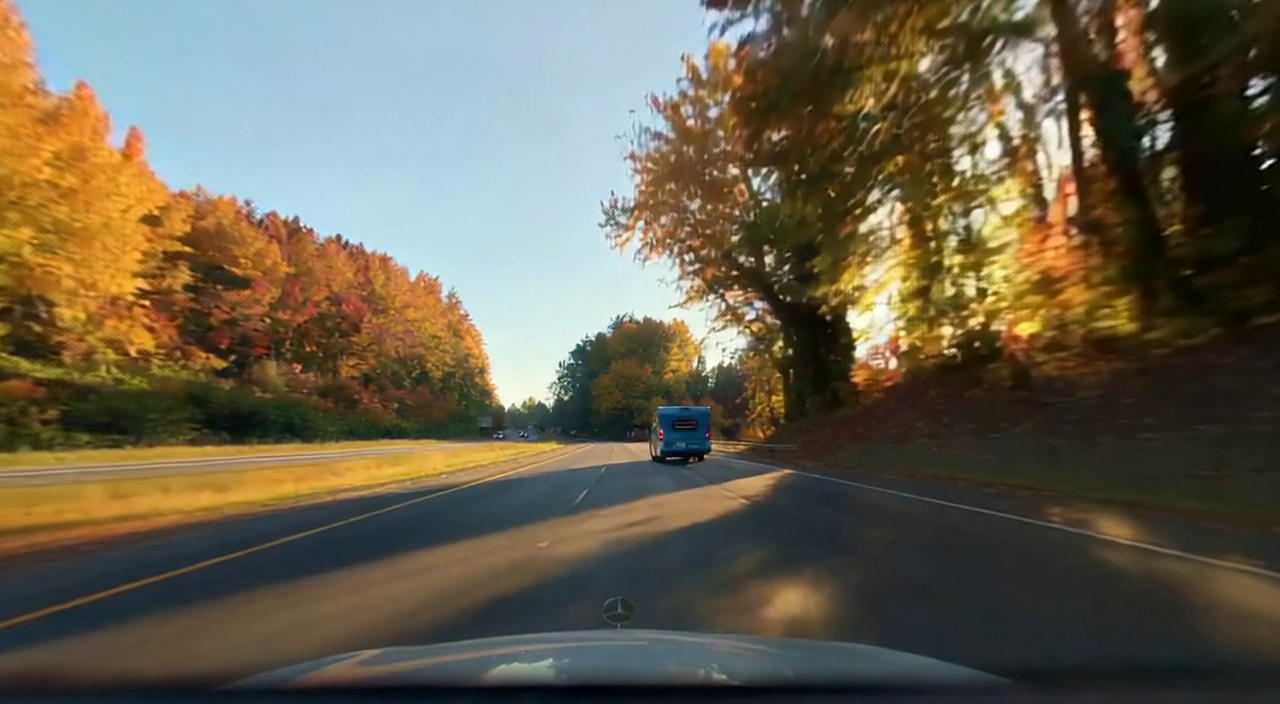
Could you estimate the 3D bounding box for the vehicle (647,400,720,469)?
[{"bbox_3d":[1.865,3.934,30.058,2.815,2.876,7.101,0,-8,-1],"label":"vehicle"}]
